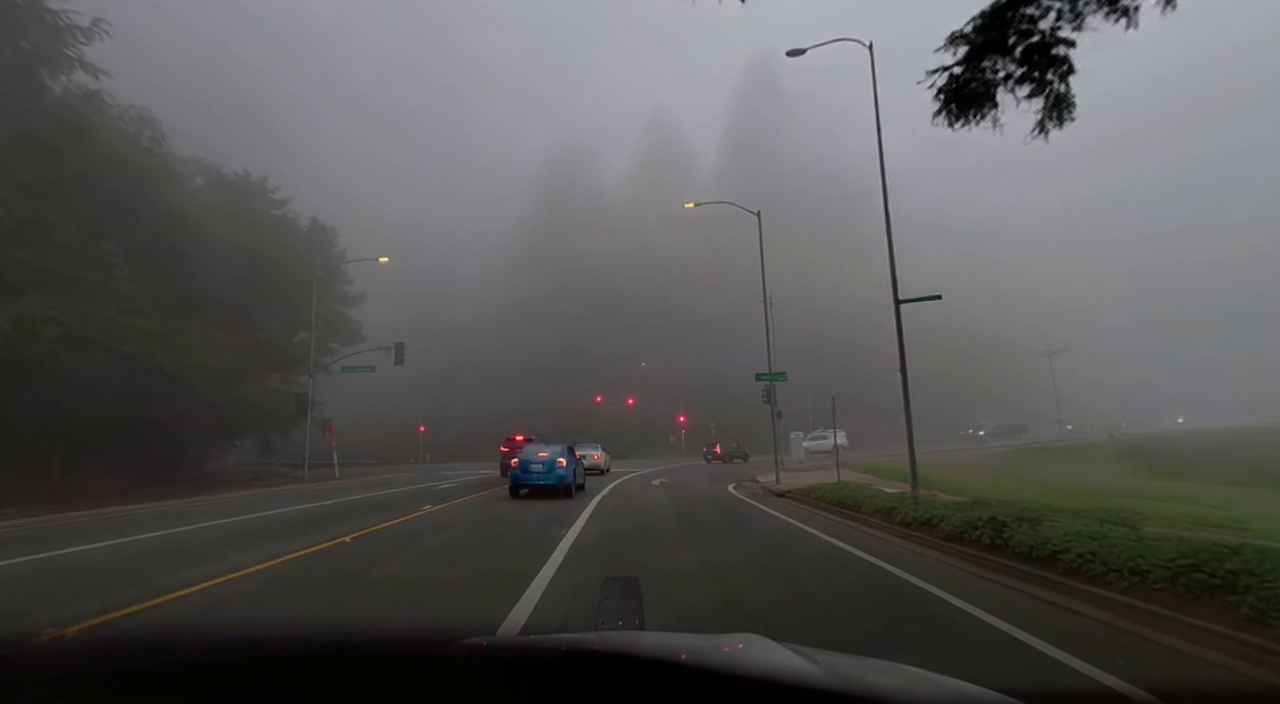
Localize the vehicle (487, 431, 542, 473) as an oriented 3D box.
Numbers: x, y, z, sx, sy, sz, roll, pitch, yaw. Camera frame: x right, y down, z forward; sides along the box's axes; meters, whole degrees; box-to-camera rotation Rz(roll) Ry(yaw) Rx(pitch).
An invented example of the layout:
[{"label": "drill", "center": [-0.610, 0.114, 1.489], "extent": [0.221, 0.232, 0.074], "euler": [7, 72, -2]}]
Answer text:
[{"label": "vehicle", "center": [-6.559, 5.277, 33.548], "extent": [2.390, 2.020, 5.085], "euler": [1, -9, -6]}]

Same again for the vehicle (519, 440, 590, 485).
[{"label": "vehicle", "center": [-3.026, 4.006, 23.178], "extent": [1.979, 1.492, 3.930], "euler": [0, -9, 1]}]

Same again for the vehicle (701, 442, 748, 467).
[{"label": "vehicle", "center": [5.308, 6.342, 39.236], "extent": [1.945, 1.410, 4.284], "euler": [-3, -9, 21]}]

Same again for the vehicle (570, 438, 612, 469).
[{"label": "vehicle", "center": [-2.800, 5.908, 36.932], "extent": [2.055, 1.679, 4.155], "euler": [0, -9, 1]}]
